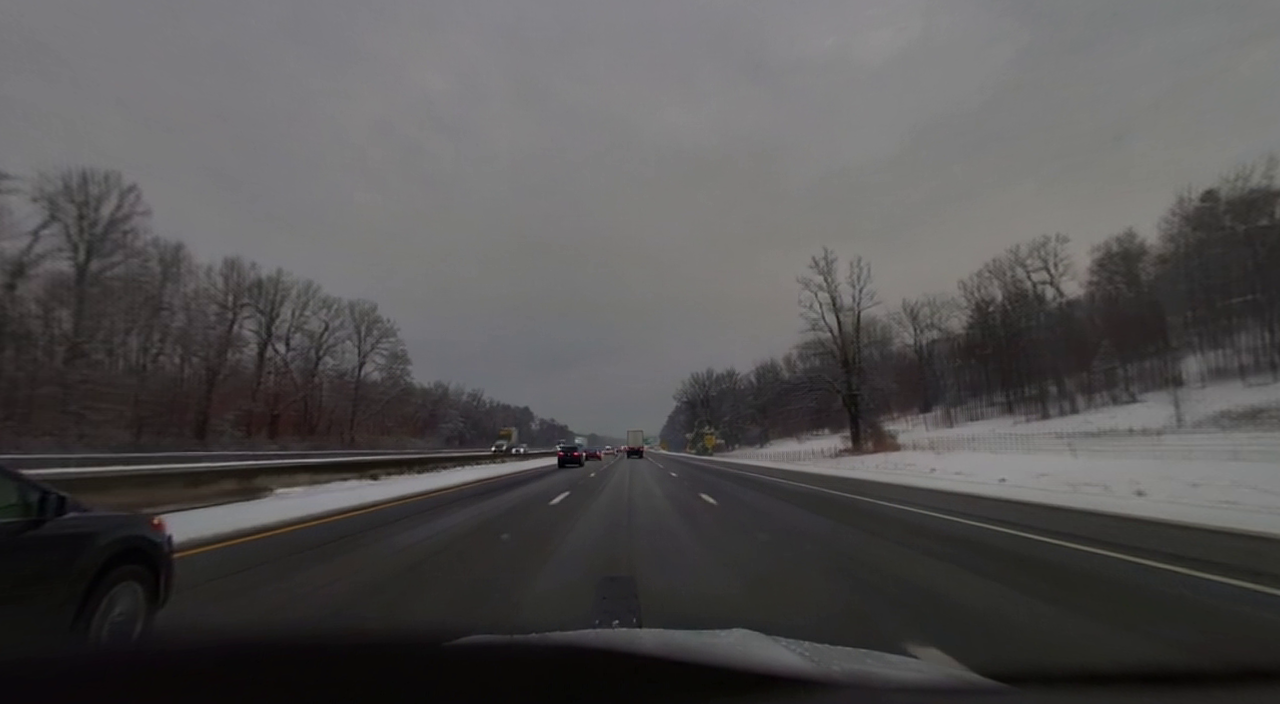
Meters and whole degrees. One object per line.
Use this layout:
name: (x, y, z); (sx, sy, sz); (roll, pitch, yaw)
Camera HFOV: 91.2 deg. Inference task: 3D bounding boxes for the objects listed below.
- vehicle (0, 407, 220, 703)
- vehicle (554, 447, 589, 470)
vehicle: (-4.357, 0.995, 2.839); (2.071, 1.525, 4.058); (0, -9, 0)
vehicle: (-4.571, 7.171, 42.415); (1.963, 1.475, 3.665); (0, -9, 0)
